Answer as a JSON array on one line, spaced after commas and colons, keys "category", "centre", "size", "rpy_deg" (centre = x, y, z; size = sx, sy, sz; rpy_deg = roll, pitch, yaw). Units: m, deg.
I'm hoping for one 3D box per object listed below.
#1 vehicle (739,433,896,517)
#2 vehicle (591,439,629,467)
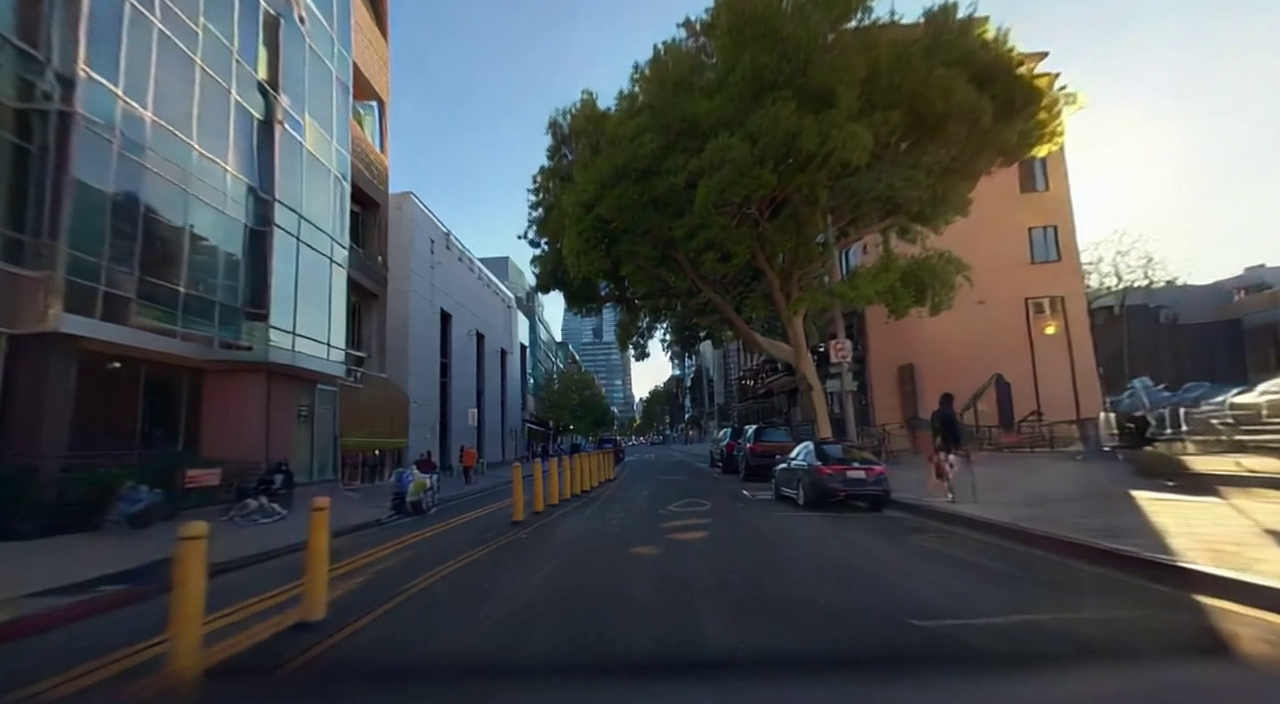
[{"category": "vehicle", "centre": [3.559, 2.526, 13.607], "size": [2.020, 1.448, 4.220], "rpy_deg": [-1, -8, -2]}, {"category": "vehicle", "centre": [-1.700, 5.880, 36.988], "size": [2.035, 1.506, 4.075], "rpy_deg": [-1, -8, -1]}]
